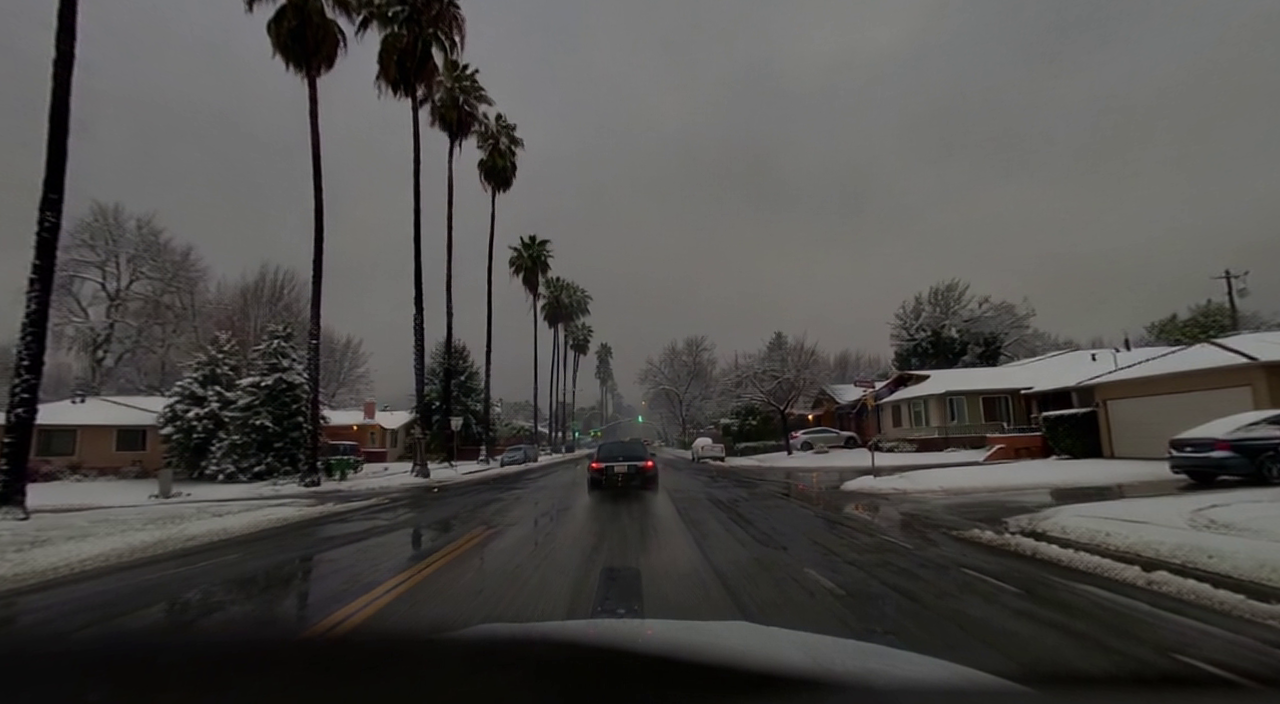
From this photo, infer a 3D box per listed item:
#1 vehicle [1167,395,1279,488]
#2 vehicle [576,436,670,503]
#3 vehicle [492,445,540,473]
[{"bbox_3d":[14.164,1.879,13.253,4.343,1.807,1.914,0,-9,2],"label":"vehicle"},{"bbox_3d":[-0.423,2.952,16.298,2.098,1.483,4.099,0,-9,-1],"label":"vehicle"},{"bbox_3d":[-7.931,6.877,40.746,2.069,1.441,4.368,-3,-7,2],"label":"vehicle"}]
